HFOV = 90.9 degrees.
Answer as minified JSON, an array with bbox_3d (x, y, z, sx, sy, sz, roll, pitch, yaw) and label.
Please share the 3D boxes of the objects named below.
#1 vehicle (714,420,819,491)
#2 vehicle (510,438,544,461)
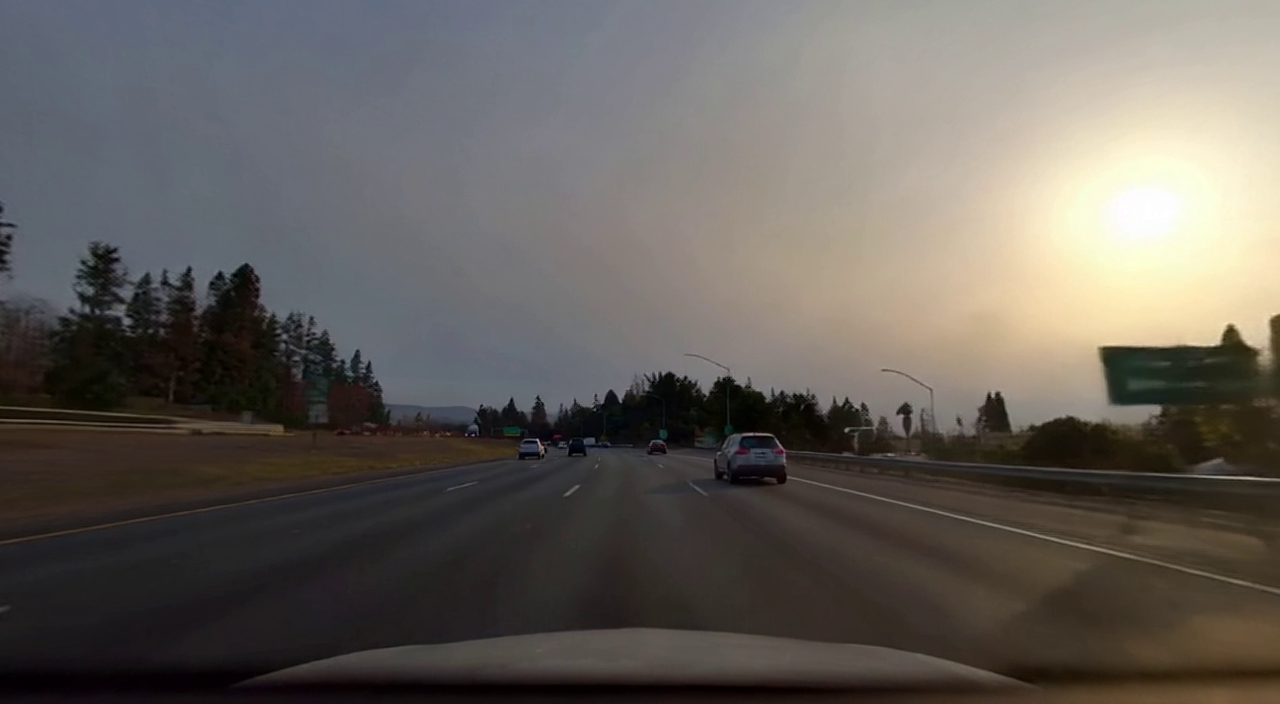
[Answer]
[{"bbox_3d":[3.524,2.992,18.509,2.043,1.795,4.347,0,-8,-2],"label":"vehicle"},{"bbox_3d":[-8.851,7.666,49.637,2.064,1.645,4.286,0,-8,-3],"label":"vehicle"}]
